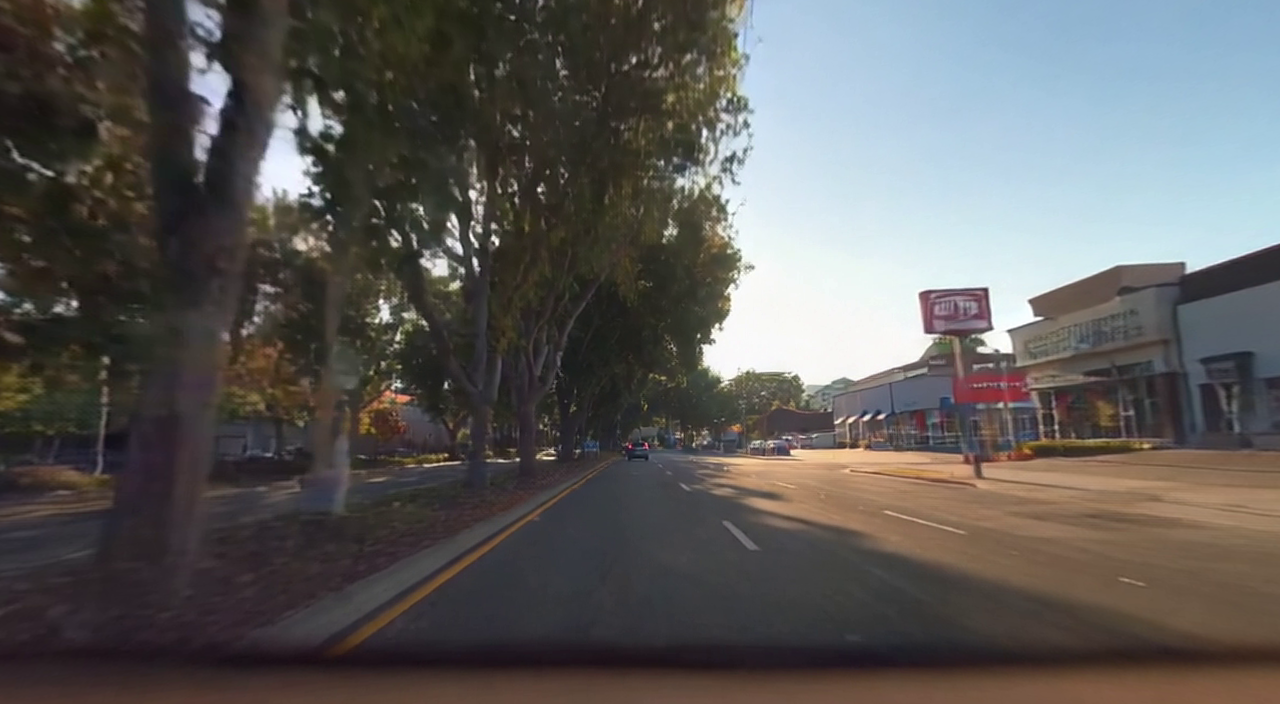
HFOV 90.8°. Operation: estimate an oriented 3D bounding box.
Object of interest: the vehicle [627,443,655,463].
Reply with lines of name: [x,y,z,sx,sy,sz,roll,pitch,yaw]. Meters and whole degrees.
vehicle: [0.038,7.942,49.909,2.159,1.461,4.142,0,-8,-1]
